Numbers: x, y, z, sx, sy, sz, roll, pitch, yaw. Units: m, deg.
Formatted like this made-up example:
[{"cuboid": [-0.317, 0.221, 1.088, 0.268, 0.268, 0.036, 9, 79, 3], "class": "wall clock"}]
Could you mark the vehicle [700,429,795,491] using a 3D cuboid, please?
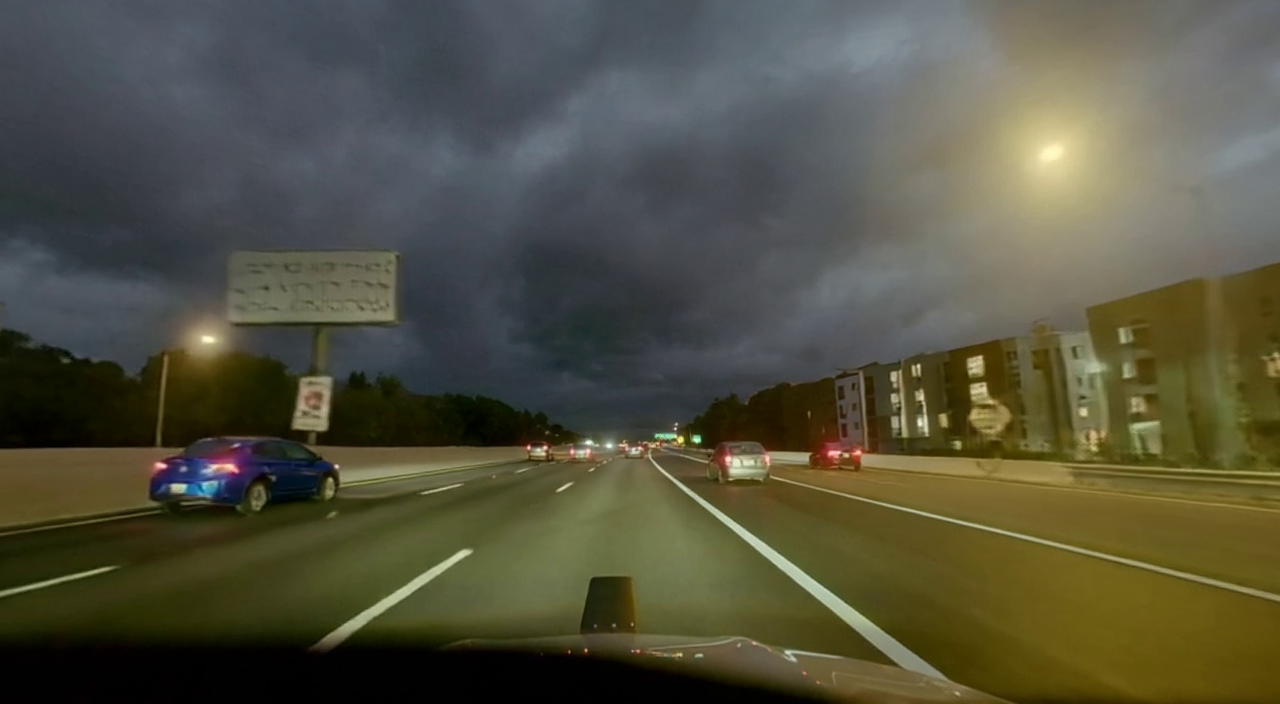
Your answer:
[{"cuboid": [3.187, 3.326, 19.707, 2.080, 1.694, 4.286, 0, -9, -2], "class": "vehicle"}]

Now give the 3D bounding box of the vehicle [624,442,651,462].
[{"cuboid": [-0.231, 7.726, 48.940, 1.992, 1.431, 4.055, 0, -9, -1], "class": "vehicle"}]

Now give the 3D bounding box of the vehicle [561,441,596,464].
[{"cuboid": [-4.216, 6.975, 43.988, 2.002, 1.466, 4.378, 0, -9, 0], "class": "vehicle"}]

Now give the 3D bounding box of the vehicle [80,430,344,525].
[{"cuboid": [-7.896, 2.343, 12.371, 2.021, 1.496, 4.495, 0, -9, 0], "class": "vehicle"}]

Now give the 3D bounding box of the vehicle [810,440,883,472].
[{"cuboid": [10.204, 5.179, 31.587, 2.061, 1.459, 4.273, 0, -9, -3], "class": "vehicle"}]
